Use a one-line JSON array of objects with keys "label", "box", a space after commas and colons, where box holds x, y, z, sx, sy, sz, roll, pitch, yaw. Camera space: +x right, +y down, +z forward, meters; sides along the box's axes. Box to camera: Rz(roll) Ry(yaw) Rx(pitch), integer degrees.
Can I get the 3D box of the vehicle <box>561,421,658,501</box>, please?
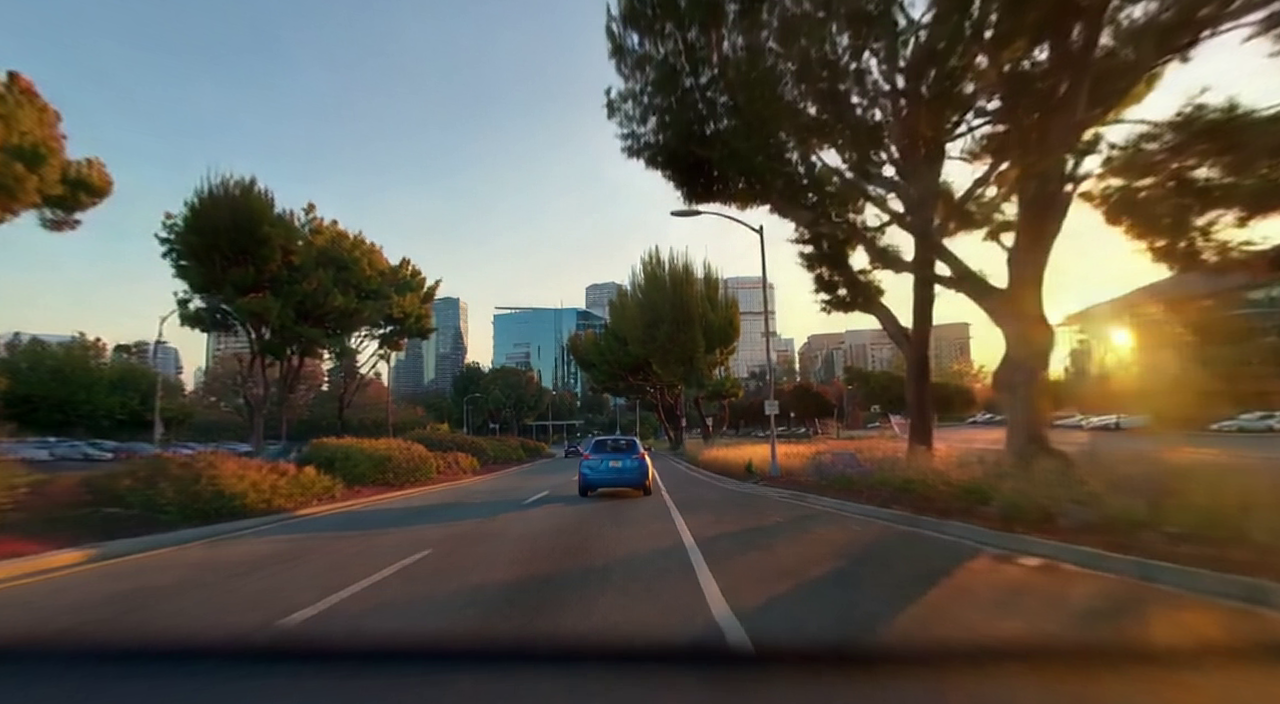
[{"label": "vehicle", "box": [-0.680, 2.723, 16.178, 2.131, 1.761, 4.242, 0, -8, 0]}]
